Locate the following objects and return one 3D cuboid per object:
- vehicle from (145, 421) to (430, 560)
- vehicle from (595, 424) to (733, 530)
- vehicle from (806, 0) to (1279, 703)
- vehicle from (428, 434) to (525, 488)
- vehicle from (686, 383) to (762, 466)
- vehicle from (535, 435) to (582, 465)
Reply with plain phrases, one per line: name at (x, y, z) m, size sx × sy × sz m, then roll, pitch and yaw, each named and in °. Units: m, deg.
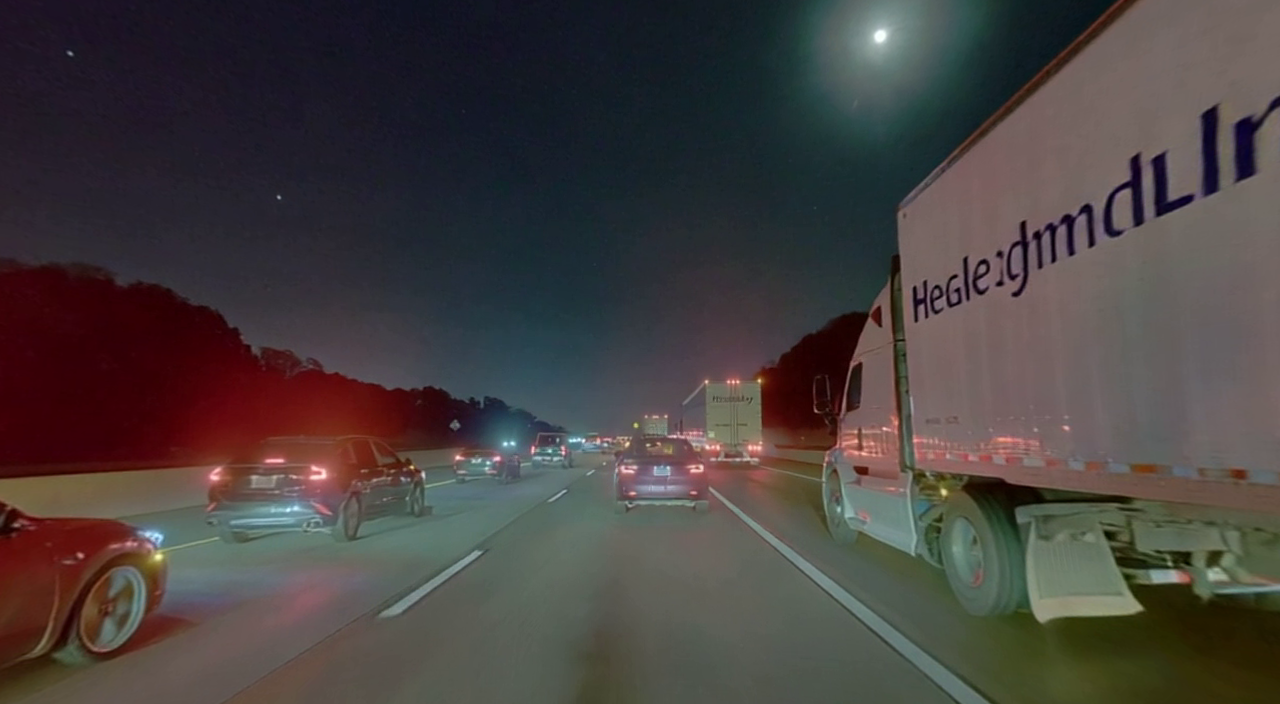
vehicle at (-4.500, 1.773, 8.812) m, size 1.821 × 1.514 × 3.677 m, roll 0°, pitch -8°, yaw 0°
vehicle at (0.336, 2.041, 10.870) m, size 1.973 × 1.505 × 3.568 m, roll 0°, pitch -8°, yaw 0°
vehicle at (4.000, 0.181, 6.161) m, size 2.982 × 3.860 × 6.011 m, roll 0°, pitch -8°, yaw -1°
vehicle at (-4.888, 3.289, 19.441) m, size 1.880 × 1.458 × 3.978 m, roll 0°, pitch -8°, yaw 1°
vehicle at (4.682, 4.543, 38.357) m, size 2.892 × 4.101 × 14.252 m, roll 0°, pitch -8°, yaw 1°
vehicle at (-4.391, 5.317, 34.437) m, size 1.887 × 1.493 × 4.411 m, roll 0°, pitch -8°, yaw 1°
